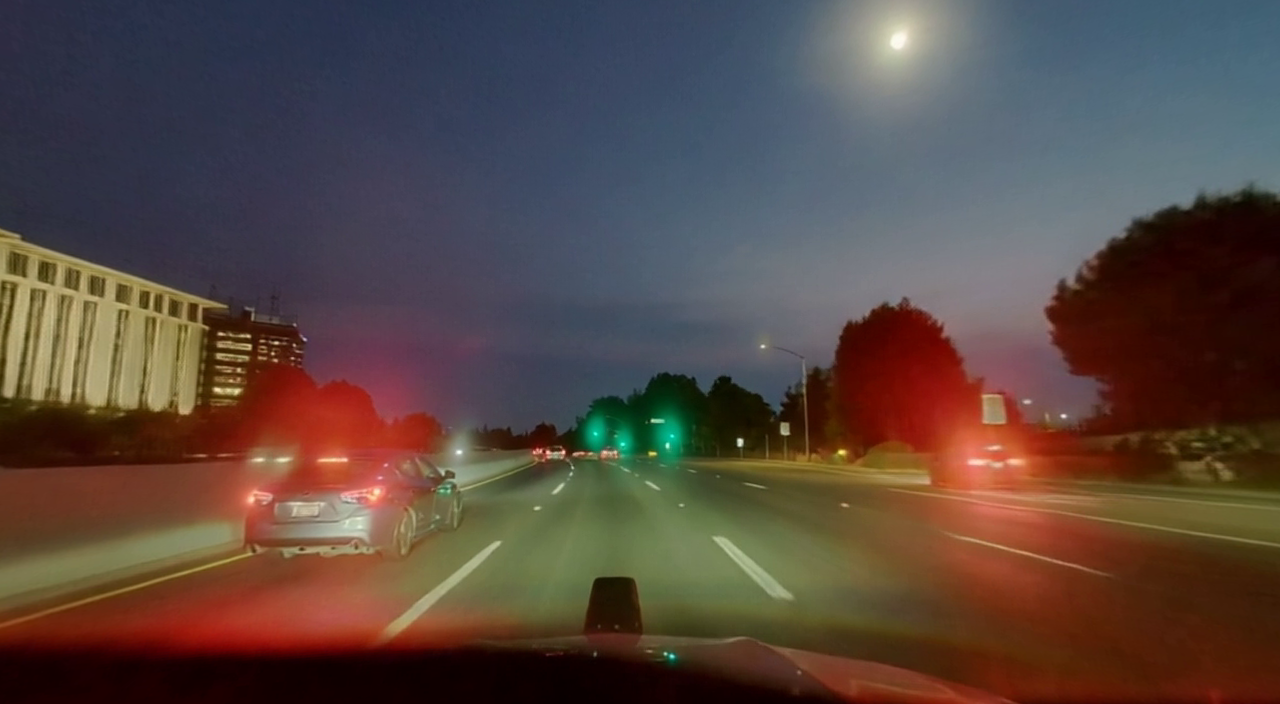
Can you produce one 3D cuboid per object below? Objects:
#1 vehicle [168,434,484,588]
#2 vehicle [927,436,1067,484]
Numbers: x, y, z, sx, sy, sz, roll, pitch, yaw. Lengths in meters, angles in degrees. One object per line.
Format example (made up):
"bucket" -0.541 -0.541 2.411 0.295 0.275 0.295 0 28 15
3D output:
"vehicle" -3.599 1.871 8.381 2.018 1.476 4.364 0 -8 -1
"vehicle" 13.216 4.021 23.882 1.983 1.613 5.190 0 -8 -4
